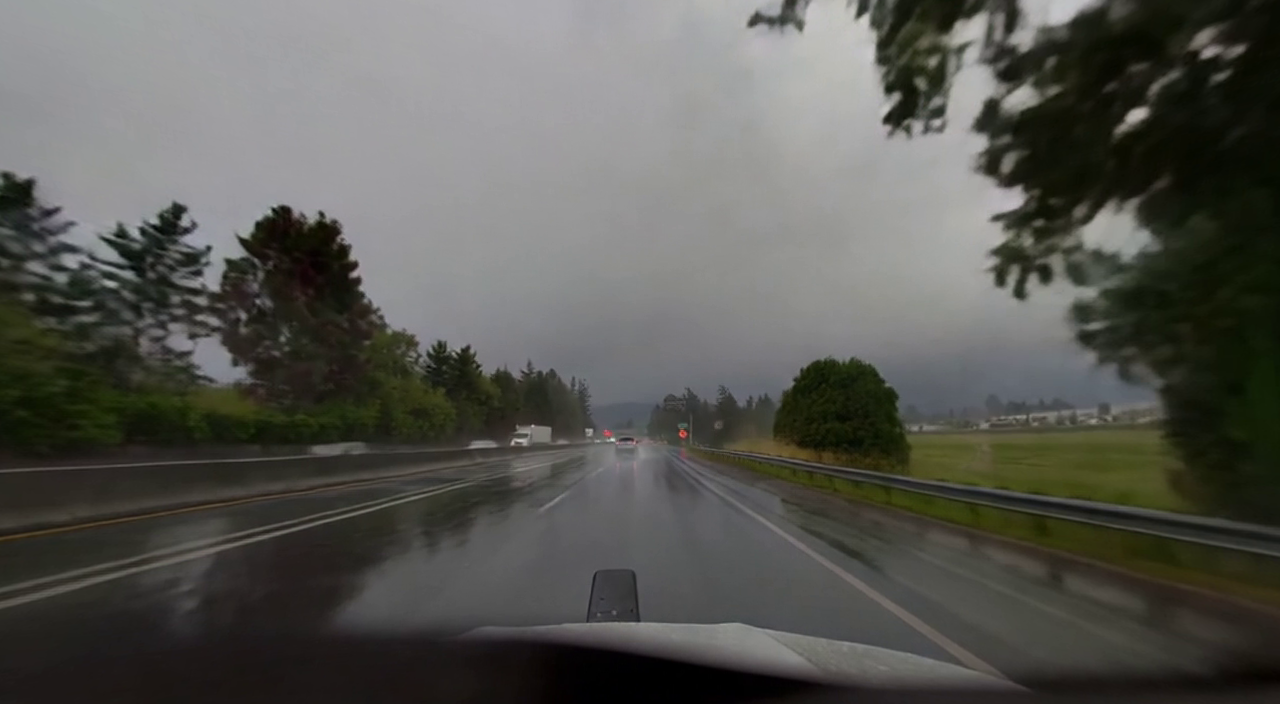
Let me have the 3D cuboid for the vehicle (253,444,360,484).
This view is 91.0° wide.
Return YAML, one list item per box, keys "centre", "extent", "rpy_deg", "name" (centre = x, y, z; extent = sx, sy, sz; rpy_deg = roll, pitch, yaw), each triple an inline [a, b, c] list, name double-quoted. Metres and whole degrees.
- centre: [-13.390, 4.492, 25.612]
  extent: [1.993, 1.465, 4.260]
  rpy_deg: [-1, -8, 0]
  name: "vehicle"

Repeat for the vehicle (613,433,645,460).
- centre: [-0.805, 6.910, 46.218]
  extent: [2.188, 1.825, 4.282]
  rpy_deg: [0, -8, -1]
  name: "vehicle"
